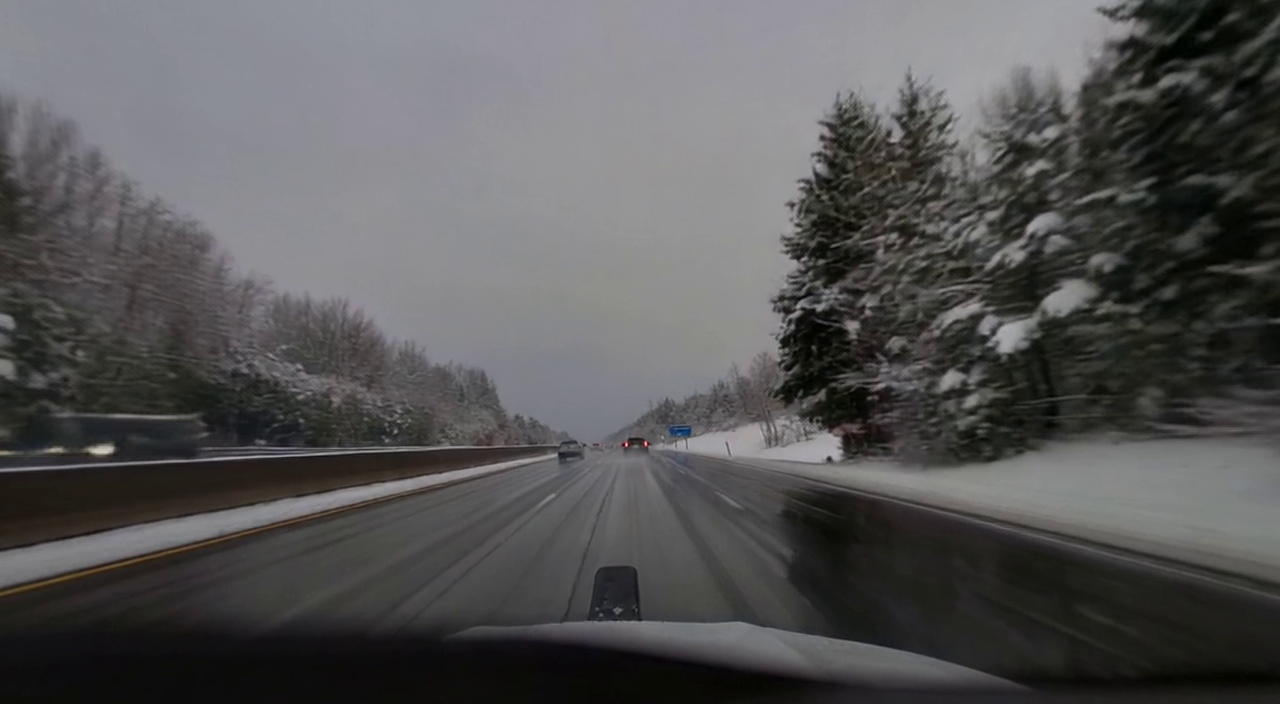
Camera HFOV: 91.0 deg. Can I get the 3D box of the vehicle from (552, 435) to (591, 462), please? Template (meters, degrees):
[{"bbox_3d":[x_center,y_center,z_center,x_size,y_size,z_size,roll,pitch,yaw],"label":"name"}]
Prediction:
[{"bbox_3d":[-4.251,6.079,39.752,2.062,1.567,4.117,0,-8,-1],"label":"vehicle"}]

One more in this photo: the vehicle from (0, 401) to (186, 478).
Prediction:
[{"bbox_3d":[-16.966,2.688,19.444,2.246,2.061,4.905,0,-8,-1],"label":"vehicle"}]

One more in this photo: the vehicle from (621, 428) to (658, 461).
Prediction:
[{"bbox_3d":[-0.111,5.843,39.930,2.223,1.957,4.416,0,-8,-2],"label":"vehicle"}]
